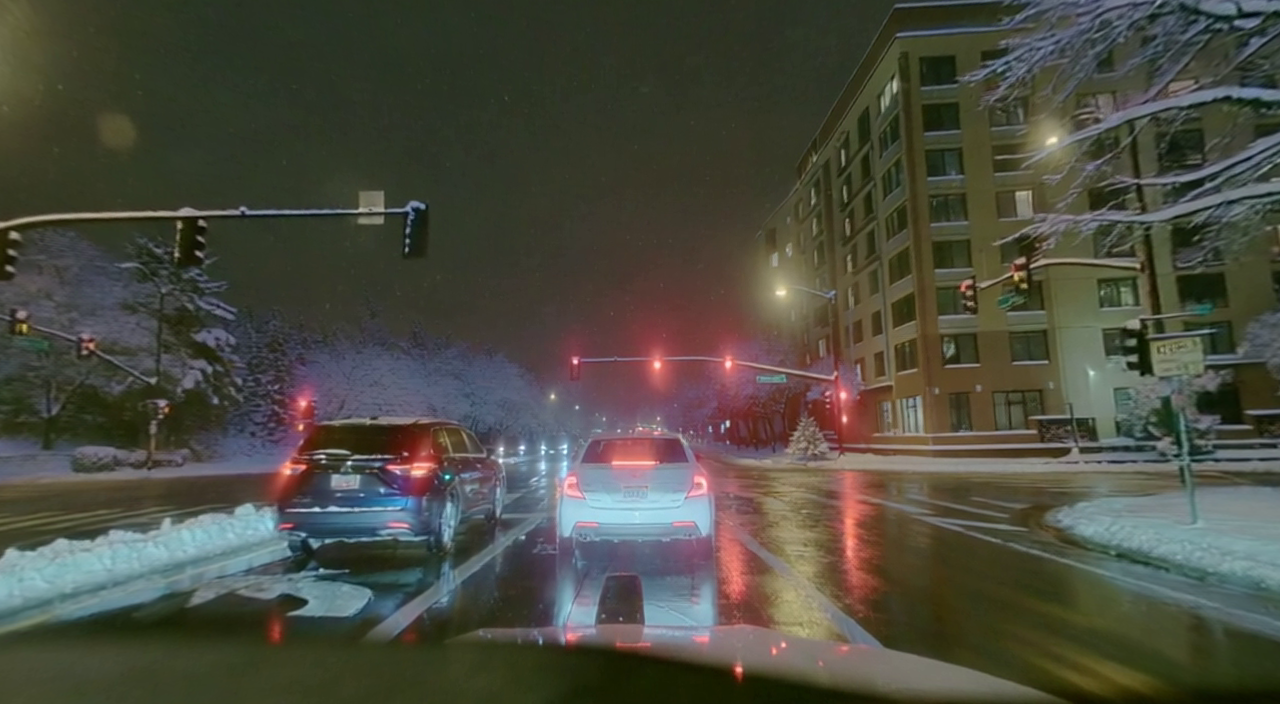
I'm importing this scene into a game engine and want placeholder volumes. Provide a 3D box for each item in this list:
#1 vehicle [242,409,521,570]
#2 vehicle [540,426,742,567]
[{"bbox_3d":[-3.192,1.800,9.055,2.081,1.719,4.434,0,-8,0],"label":"vehicle"},{"bbox_3d":[0.008,1.863,8.884,2.190,1.522,3.850,0,-8,0],"label":"vehicle"}]
